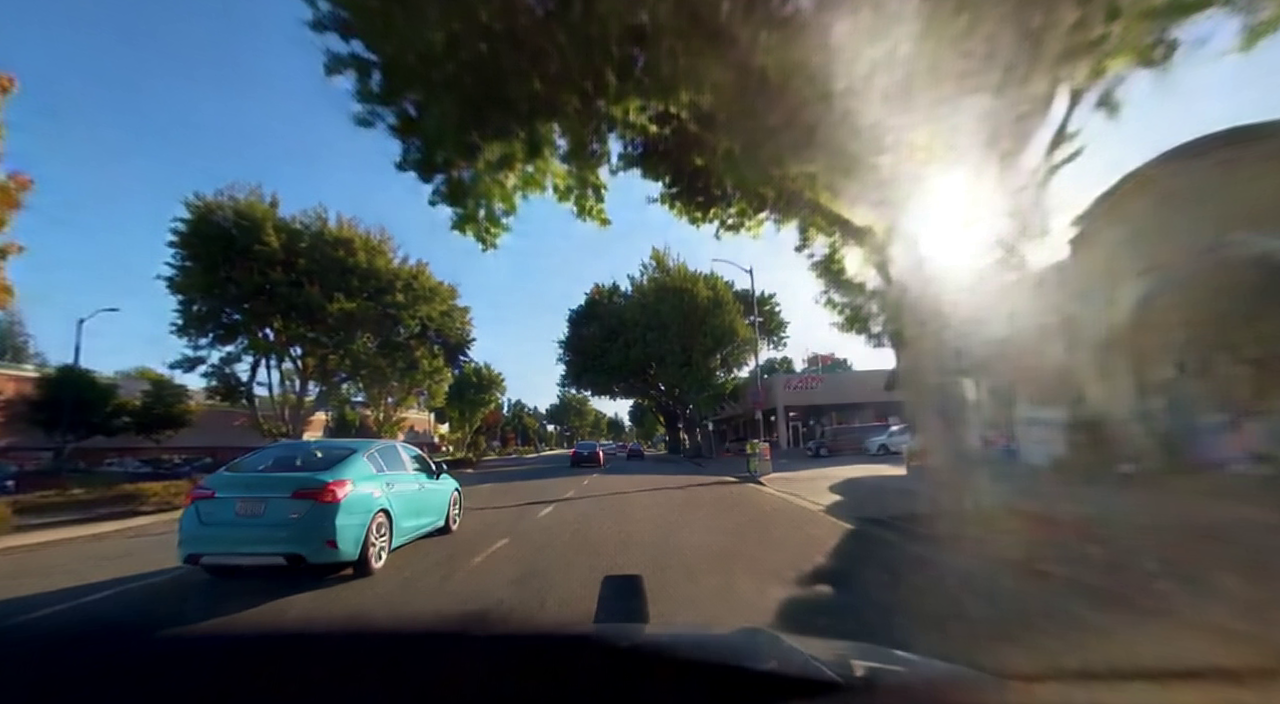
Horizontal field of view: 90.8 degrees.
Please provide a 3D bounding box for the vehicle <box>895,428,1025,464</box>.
[{"bbox_3d":[13.485,3.991,26.773,4.470,1.427,1.872,0,-9,-3],"label":"vehicle"}]

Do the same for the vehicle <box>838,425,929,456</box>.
[{"bbox_3d":[13.364,4.904,34.881,4.165,1.650,1.946,0,-9,-2],"label":"vehicle"}]

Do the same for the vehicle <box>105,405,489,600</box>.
[{"bbox_3d":[-3.505,1.640,7.780,2.126,1.655,4.560,0,-9,0],"label":"vehicle"}]

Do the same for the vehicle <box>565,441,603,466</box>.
[{"bbox_3d":[-3.412,6.292,39.229,1.955,1.461,4.396,0,-9,-1],"label":"vehicle"}]

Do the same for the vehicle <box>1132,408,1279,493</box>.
[{"bbox_3d":[13.292,1.948,13.035,4.697,1.518,1.990,-2,-9,-5],"label":"vehicle"}]

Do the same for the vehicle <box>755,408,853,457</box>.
[{"bbox_3d":[12.340,6.130,47.971,6.427,3.417,2.845,-1,-8,-2],"label":"vehicle"}]
